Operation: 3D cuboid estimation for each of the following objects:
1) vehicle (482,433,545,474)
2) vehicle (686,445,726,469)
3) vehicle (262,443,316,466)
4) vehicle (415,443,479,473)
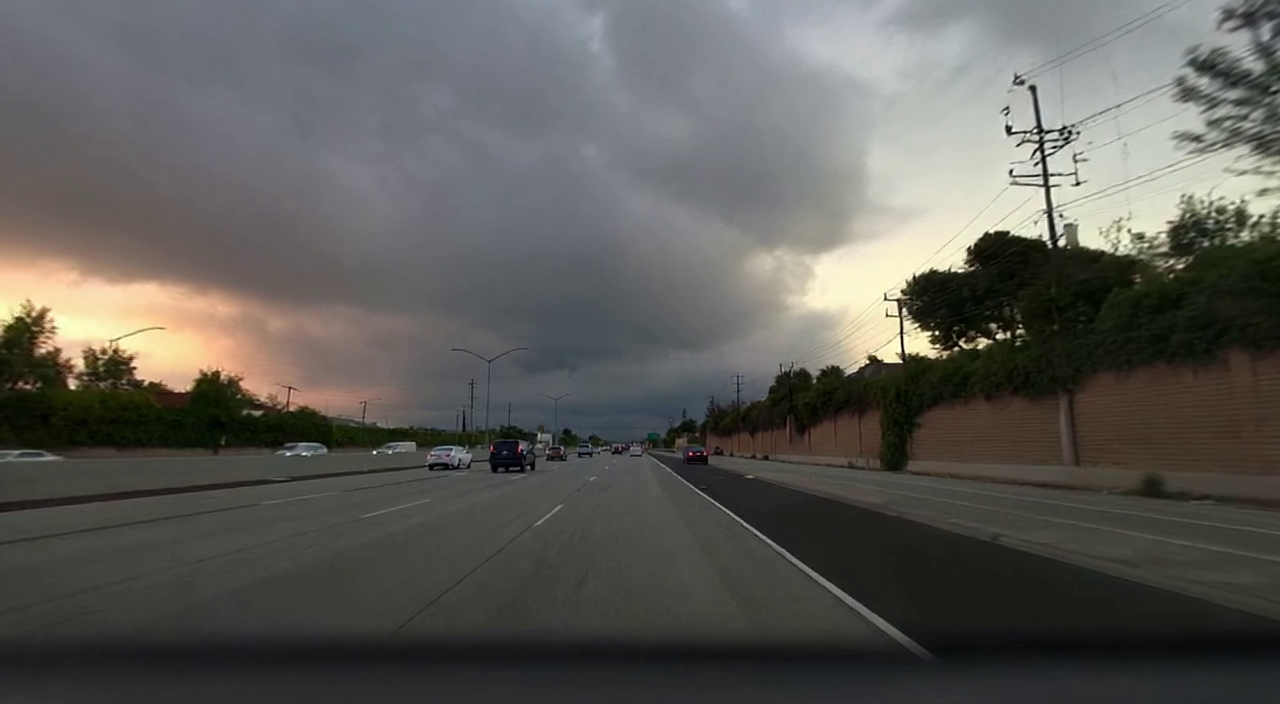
[{"bbox_3d":[-6.471,5.268,32.776,2.255,1.934,4.868,1,-9,0],"label":"vehicle"},{"bbox_3d":[4.484,7.226,43.386,2.251,1.520,4.550,1,-9,-1],"label":"vehicle"},{"bbox_3d":[-23.100,6.725,41.579,1.527,1.415,3.464,1,-9,0],"label":"vehicle"},{"bbox_3d":[-10.317,5.676,34.047,2.042,1.485,4.395,0,-9,0],"label":"vehicle"}]
